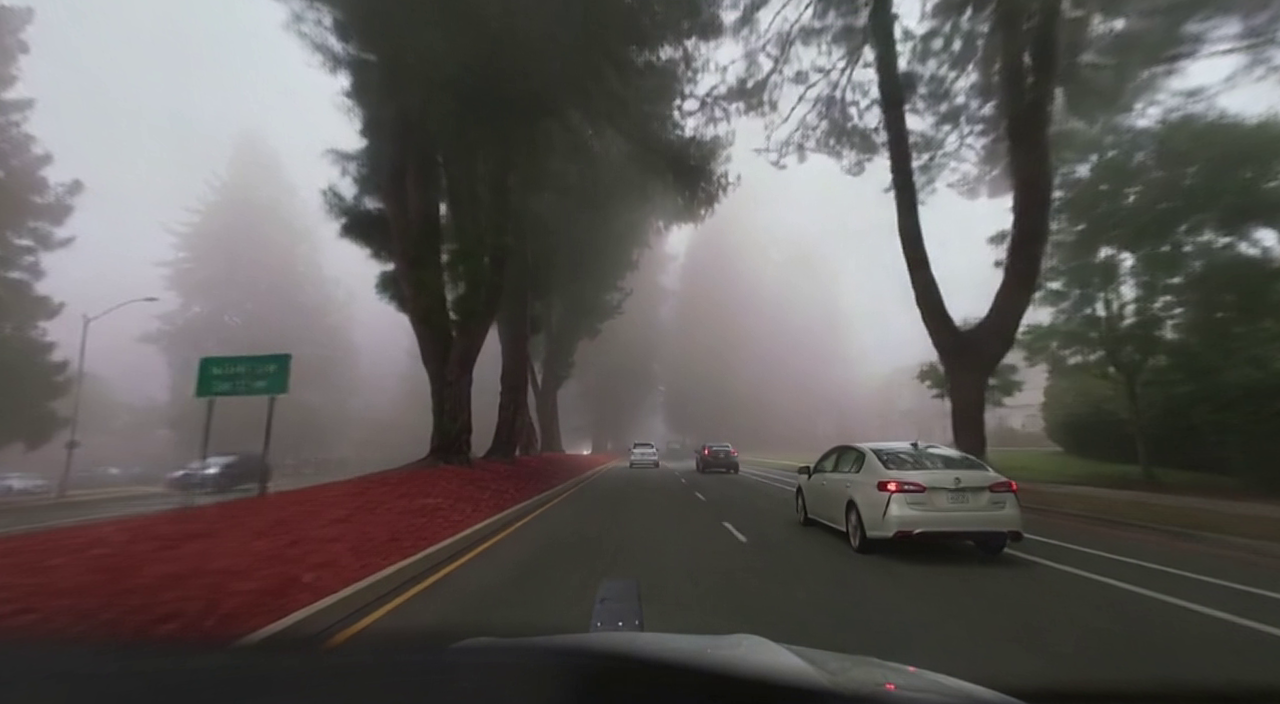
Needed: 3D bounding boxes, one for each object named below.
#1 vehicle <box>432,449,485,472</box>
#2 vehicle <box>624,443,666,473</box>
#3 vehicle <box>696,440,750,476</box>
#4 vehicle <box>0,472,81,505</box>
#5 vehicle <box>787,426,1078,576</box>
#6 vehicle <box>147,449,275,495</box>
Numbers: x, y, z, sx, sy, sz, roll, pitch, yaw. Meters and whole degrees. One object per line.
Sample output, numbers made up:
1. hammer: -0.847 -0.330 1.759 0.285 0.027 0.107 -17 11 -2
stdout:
1. vehicle: -12.122 7.250 42.502 2.063 1.485 4.756 0 -9 1
2. vehicle: 0.252 5.610 33.535 2.082 1.473 4.028 0 -9 1
3. vehicle: 4.033 5.206 31.309 2.074 1.652 4.340 0 -9 0
4. vehicle: -31.133 6.878 31.687 4.279 1.438 2.037 -3 -9 2
5. vehicle: 3.495 1.850 8.637 1.985 1.529 4.147 0 -9 0
6. vehicle: -18.681 5.208 27.860 2.085 1.794 4.776 0 -9 3
